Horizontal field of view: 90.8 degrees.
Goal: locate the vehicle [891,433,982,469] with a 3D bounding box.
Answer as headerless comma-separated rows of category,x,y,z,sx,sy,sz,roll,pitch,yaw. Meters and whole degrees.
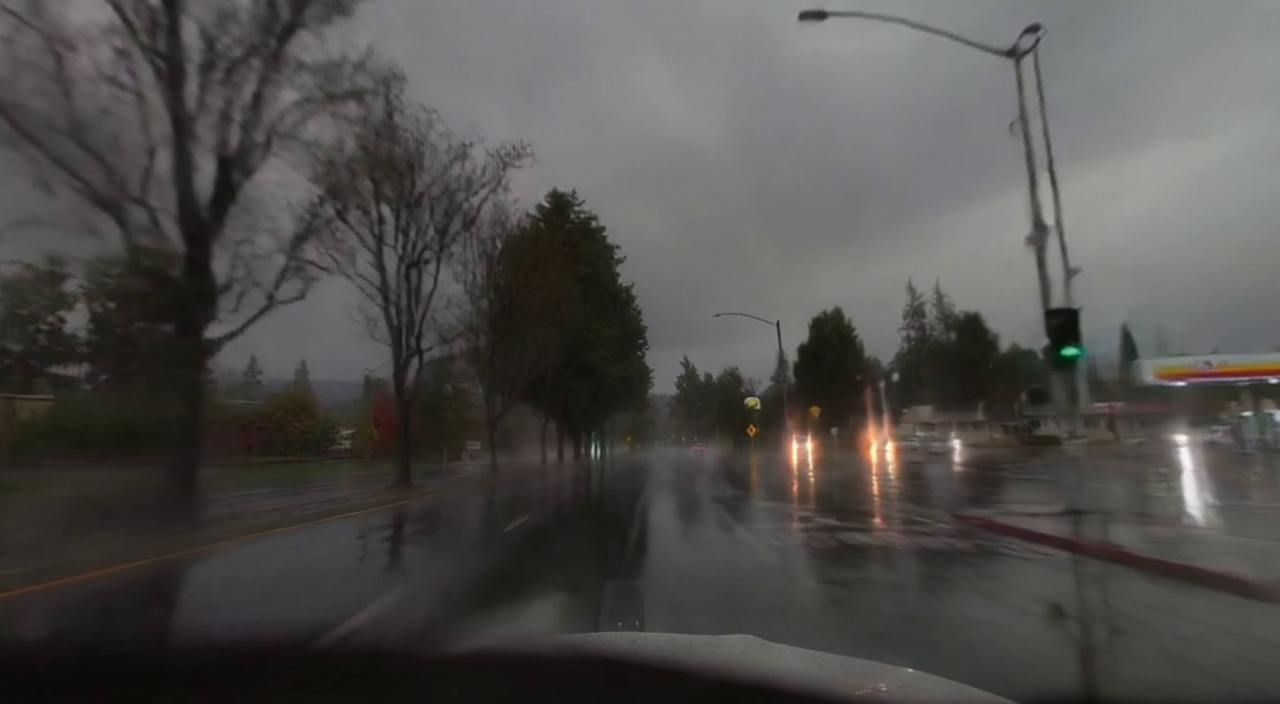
vehicle,14.091,4.756,29.900,4.744,1.475,2.008,9,-16,-41

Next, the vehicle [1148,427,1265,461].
vehicle,31.586,5.152,35.455,2.045,1.778,4.517,1,-9,-6
